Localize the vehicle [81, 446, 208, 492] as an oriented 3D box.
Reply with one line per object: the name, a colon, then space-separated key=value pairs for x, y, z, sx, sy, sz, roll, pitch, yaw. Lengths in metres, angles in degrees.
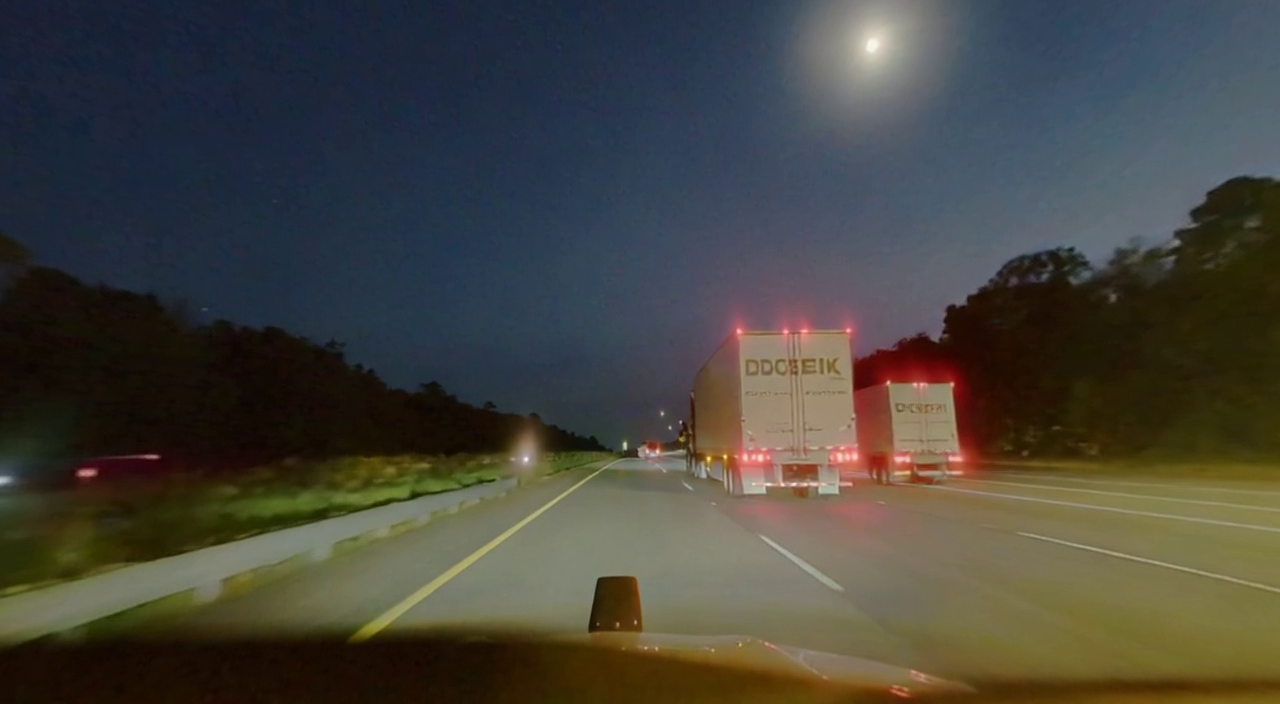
vehicle: x=-29.981 y=7.060 z=38.286 sx=2.205 sy=2.500 sz=6.257 roll=-1 pitch=-9 yaw=5

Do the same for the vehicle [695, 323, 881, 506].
vehicle: x=3.633 y=2.070 z=18.500 sx=3.025 sy=4.010 sz=9.542 roll=0 pitch=-9 yaw=0

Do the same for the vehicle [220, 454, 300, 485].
vehicle: x=-21.827 y=6.746 z=36.245 sx=1.882 sy=1.581 sz=4.199 roll=-1 pitch=-9 yaw=2

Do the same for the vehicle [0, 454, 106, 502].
vehicle: x=-27.457 y=5.626 z=28.262 sx=2.059 sy=1.950 sz=4.866 roll=-1 pitch=-9 yaw=7
